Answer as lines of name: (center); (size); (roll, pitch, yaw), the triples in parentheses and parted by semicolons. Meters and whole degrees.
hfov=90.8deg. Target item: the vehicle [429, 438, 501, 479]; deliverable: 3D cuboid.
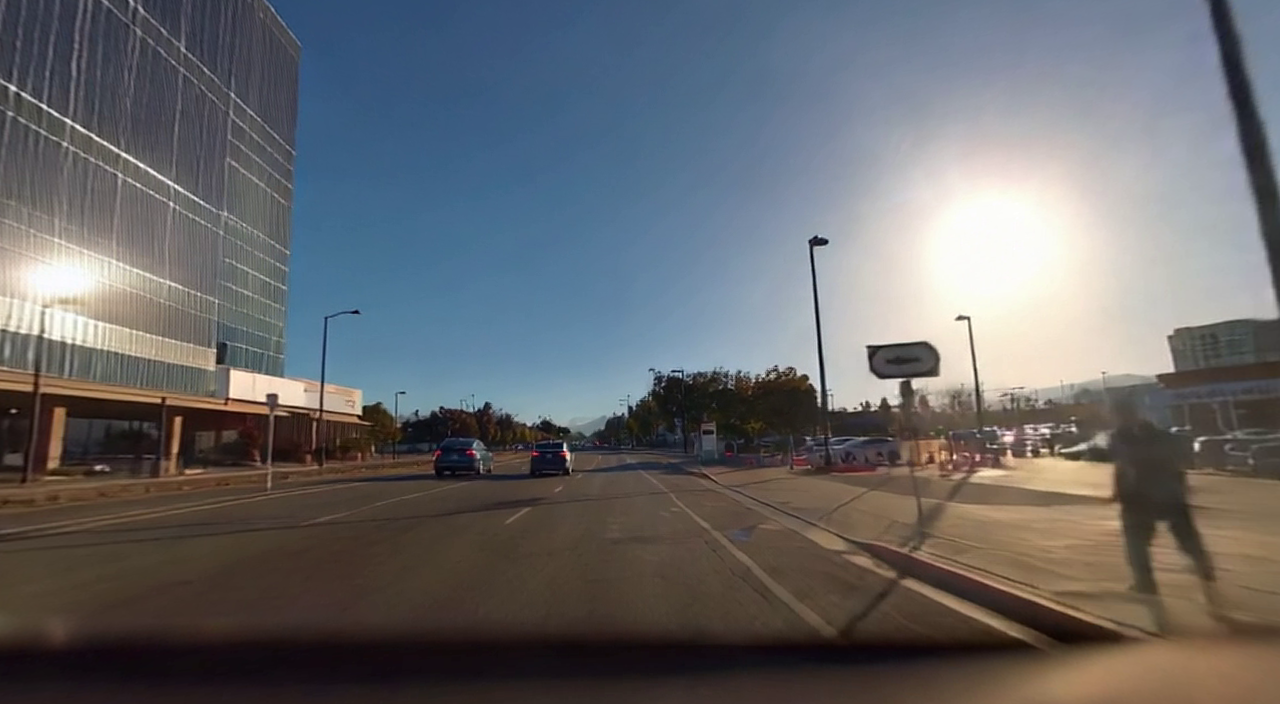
vehicle: (-7.510, 4.608, 27.584); (1.909, 1.605, 4.561); (0, -9, -1)

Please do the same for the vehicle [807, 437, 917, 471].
vehicle: (10.533, 4.875, 30.255); (4.513, 1.541, 1.948); (-1, -9, 4)

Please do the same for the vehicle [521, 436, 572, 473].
vehicle: (-4.653, 5.186, 32.058); (2.052, 1.729, 4.195); (0, -9, -1)
